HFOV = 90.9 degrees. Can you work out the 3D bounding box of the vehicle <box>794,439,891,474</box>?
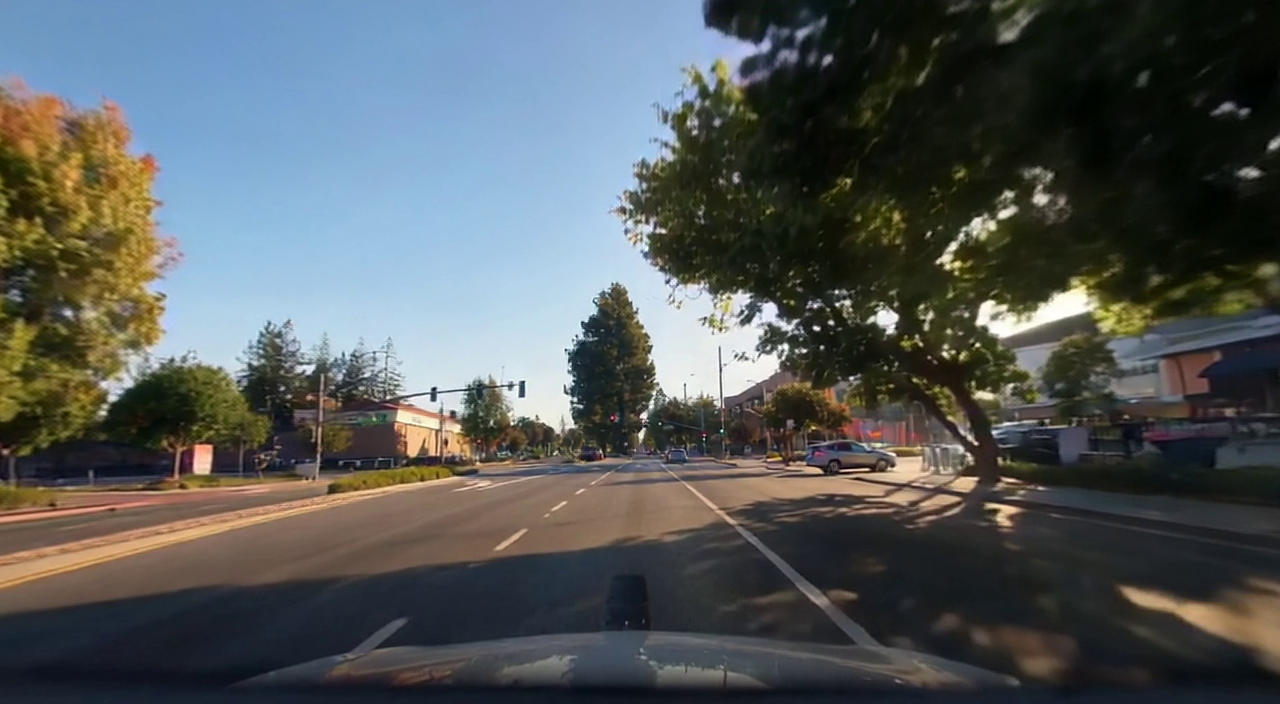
[{"bbox_3d":[9.722,5.033,30.509,4.007,1.591,1.915,-1,-8,2],"label":"vehicle"}]
